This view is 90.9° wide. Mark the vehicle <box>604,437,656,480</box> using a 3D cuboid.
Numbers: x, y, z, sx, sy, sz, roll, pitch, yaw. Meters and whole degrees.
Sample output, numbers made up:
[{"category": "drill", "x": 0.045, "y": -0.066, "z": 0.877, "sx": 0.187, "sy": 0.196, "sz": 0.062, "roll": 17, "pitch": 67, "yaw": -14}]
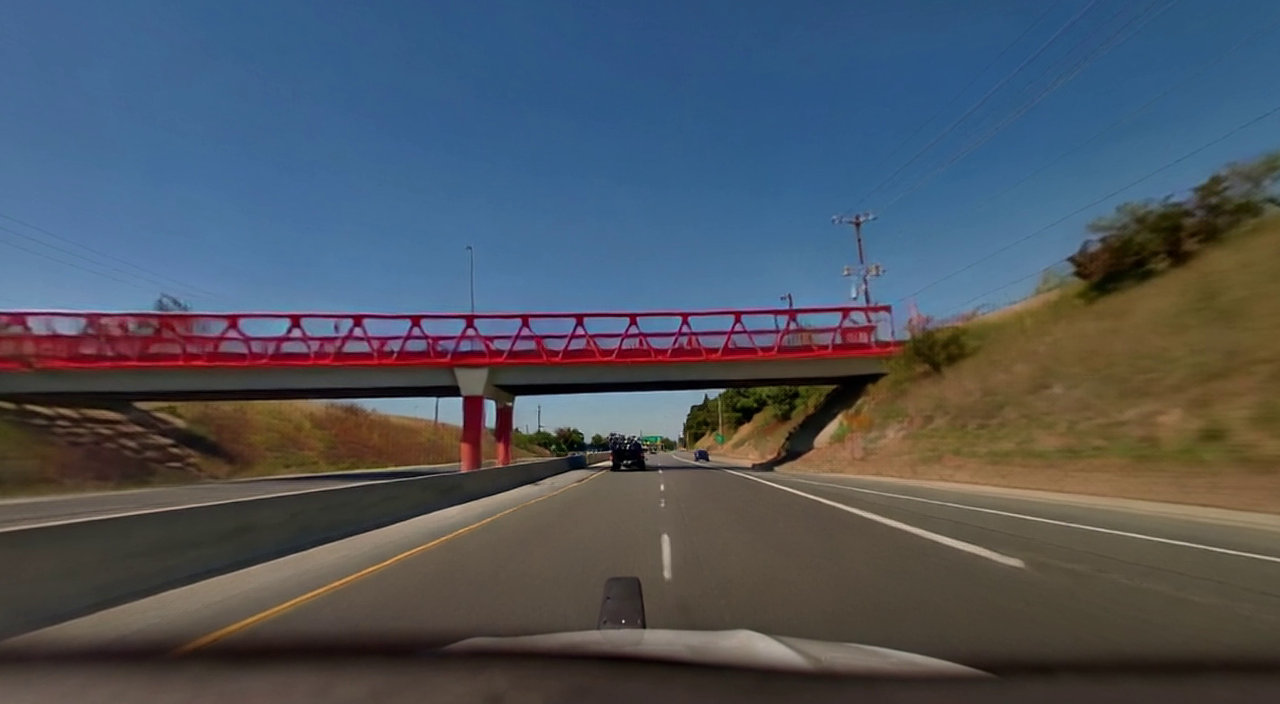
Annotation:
[{"category": "vehicle", "x": -0.397, "y": 5.306, "z": 31.668, "sx": 2.369, "sy": 1.948, "sz": 5.343, "roll": 0, "pitch": -9, "yaw": 2}]
